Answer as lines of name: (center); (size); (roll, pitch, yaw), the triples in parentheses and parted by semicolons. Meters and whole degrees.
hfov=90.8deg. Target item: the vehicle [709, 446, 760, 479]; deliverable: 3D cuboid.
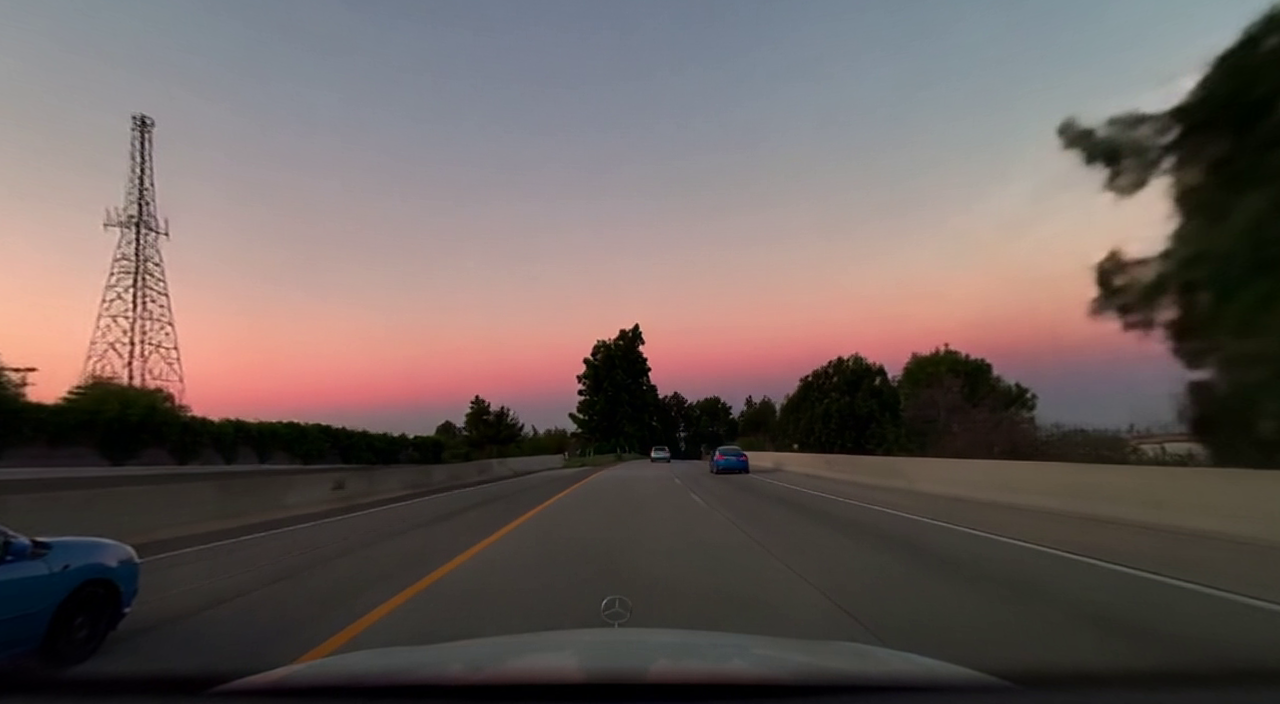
vehicle: (4.731, 5.583, 32.186); (2.030, 1.526, 4.165); (0, -9, 1)
